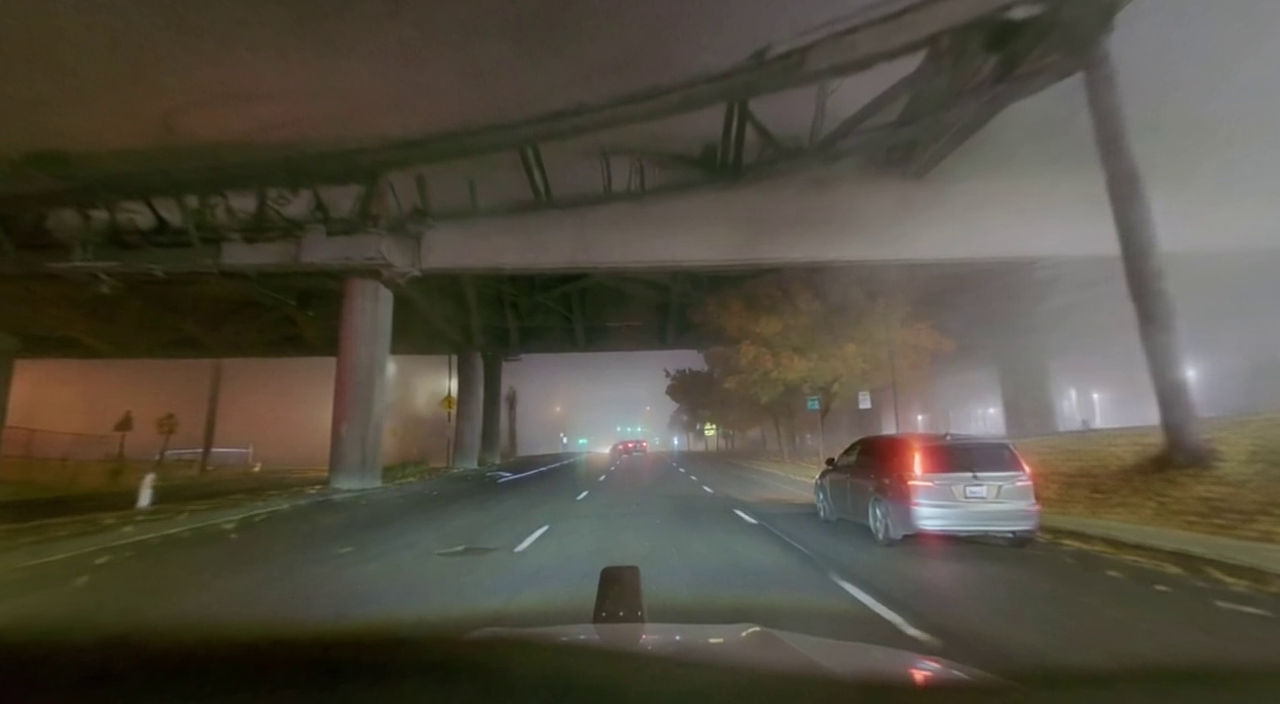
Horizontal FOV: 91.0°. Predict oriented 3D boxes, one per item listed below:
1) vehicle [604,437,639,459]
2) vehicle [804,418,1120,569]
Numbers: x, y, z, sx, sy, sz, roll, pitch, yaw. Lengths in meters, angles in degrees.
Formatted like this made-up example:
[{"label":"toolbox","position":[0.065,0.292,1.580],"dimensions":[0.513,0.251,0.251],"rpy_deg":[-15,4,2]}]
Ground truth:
[{"label":"vehicle","position":[-1.350,6.748,44.151],"dimensions":[2.055,1.484,4.143],"rpy_deg":[1,-9,-7]},{"label":"vehicle","position":[3.900,1.802,8.761],"dimensions":[2.063,1.542,4.420],"rpy_deg":[0,-9,0]}]
